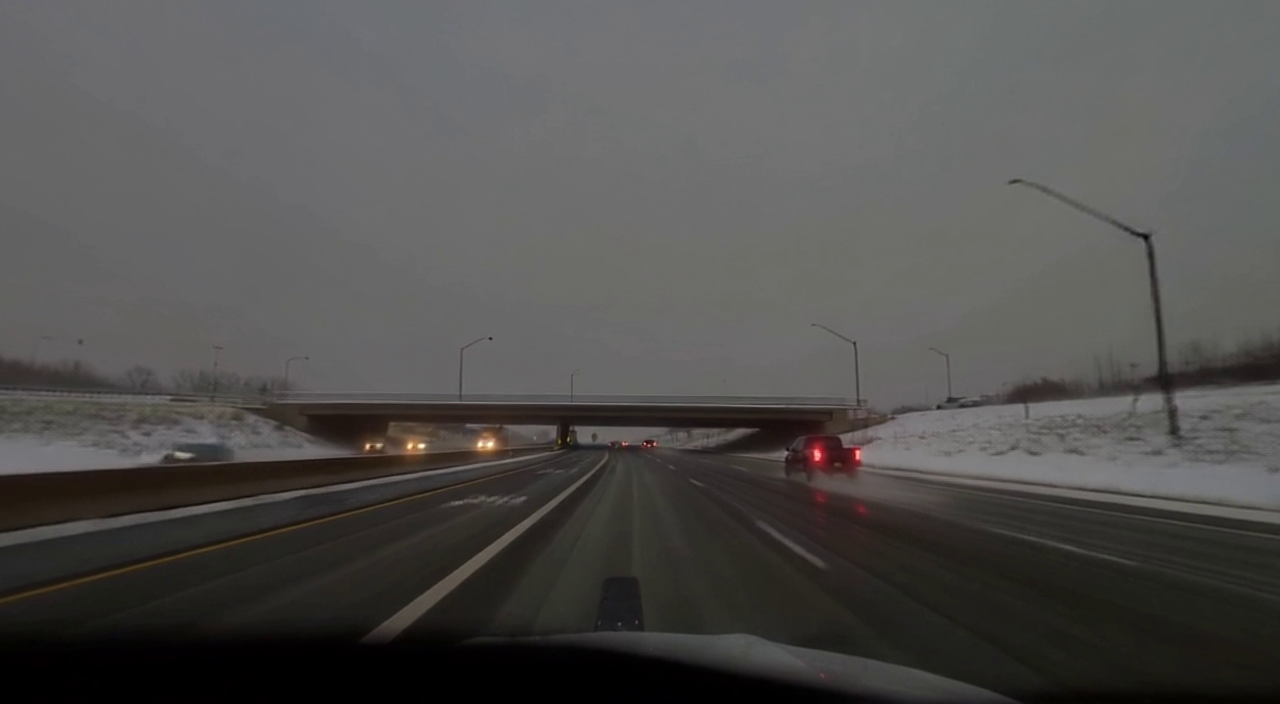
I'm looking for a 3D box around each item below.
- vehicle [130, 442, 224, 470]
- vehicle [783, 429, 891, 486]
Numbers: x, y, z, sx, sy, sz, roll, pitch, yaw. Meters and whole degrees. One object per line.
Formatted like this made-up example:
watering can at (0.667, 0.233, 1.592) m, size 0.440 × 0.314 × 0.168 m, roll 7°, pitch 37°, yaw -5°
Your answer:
vehicle at (-25.348, 5.703, 34.755) m, size 1.864 × 1.438 × 4.340 m, roll 0°, pitch -8°, yaw 0°
vehicle at (6.563, 3.575, 21.665) m, size 2.104 × 1.723 × 4.538 m, roll 0°, pitch -8°, yaw -1°
